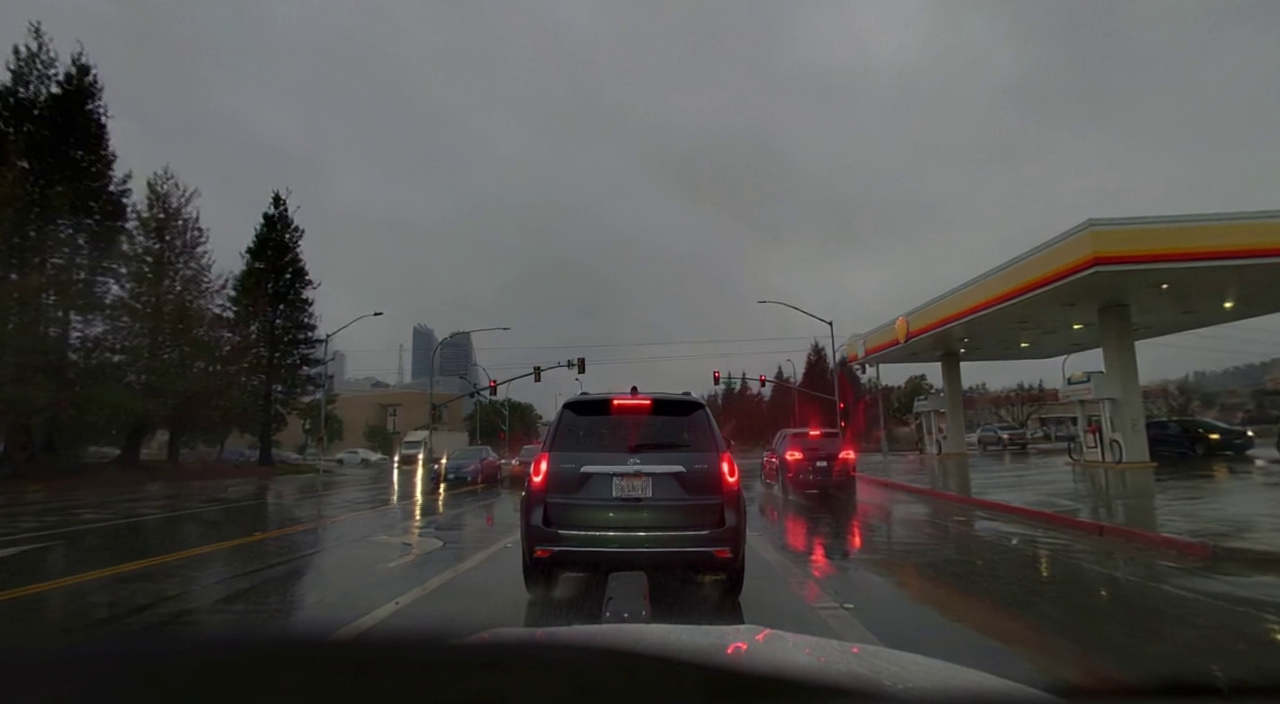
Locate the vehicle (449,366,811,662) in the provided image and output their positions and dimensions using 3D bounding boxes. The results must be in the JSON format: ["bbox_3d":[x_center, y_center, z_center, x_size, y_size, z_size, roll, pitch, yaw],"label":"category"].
[{"bbox_3d":[0.017,1.320,6.142,2.236,1.819,4.291,0,-9,2],"label":"vehicle"}]

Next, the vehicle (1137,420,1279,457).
[{"bbox_3d":[25.956,3.964,28.781,4.551,1.616,1.973,-2,-9,11],"label":"vehicle"}]

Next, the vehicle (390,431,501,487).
[{"bbox_3d":[-6.640,3.716,22.175,2.065,1.753,4.525,-1,-9,6],"label":"vehicle"}]
